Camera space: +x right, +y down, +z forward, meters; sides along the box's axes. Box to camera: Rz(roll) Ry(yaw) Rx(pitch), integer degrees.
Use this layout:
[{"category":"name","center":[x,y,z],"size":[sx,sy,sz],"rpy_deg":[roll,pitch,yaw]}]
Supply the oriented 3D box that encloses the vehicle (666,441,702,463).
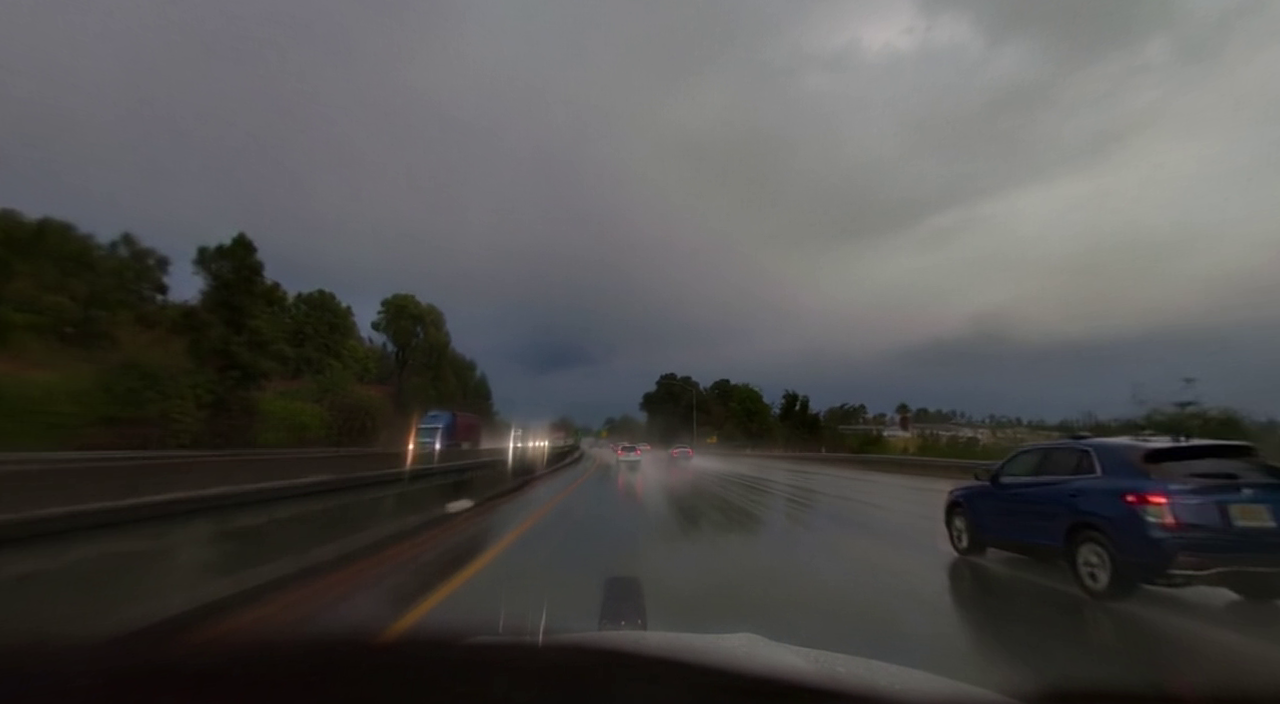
[{"category":"vehicle","center":[3.091,7.189,45.186],"size":[2.008,1.504,4.291],"rpy_deg":[1,-9,-4]}]

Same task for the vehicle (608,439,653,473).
[{"category":"vehicle","center":[-0.486,5.037,30.554],"size":[2.050,1.534,3.771],"rpy_deg":[0,-9,-2]}]

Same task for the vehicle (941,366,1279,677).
[{"category":"vehicle","center":[4.382,1.157,4.998],"size":[2.013,1.623,3.916],"rpy_deg":[0,-9,0]}]
